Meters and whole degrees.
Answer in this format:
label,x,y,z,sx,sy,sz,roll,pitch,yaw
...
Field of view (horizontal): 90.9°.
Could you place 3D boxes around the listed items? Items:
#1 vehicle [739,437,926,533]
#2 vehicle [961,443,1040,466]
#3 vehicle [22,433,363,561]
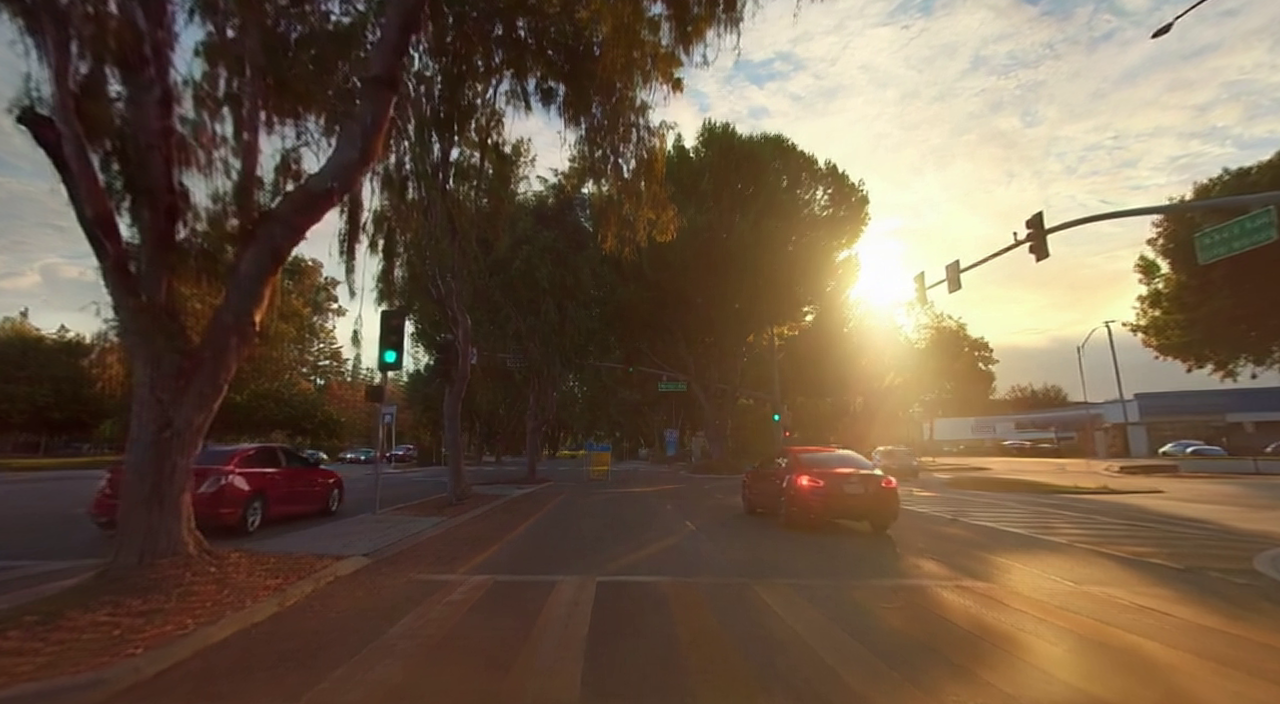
label,x,y,z,sx,sy,sz,roll,pitch,yaw
vehicle,3.430,2.443,12.322,1.940,1.487,4.562,0,-8,-4
vehicle,27.612,7.831,48.502,2.026,1.657,5.260,2,-9,-15
vehicle,-6.234,2.028,9.684,1.995,1.470,4.556,0,-8,-2
